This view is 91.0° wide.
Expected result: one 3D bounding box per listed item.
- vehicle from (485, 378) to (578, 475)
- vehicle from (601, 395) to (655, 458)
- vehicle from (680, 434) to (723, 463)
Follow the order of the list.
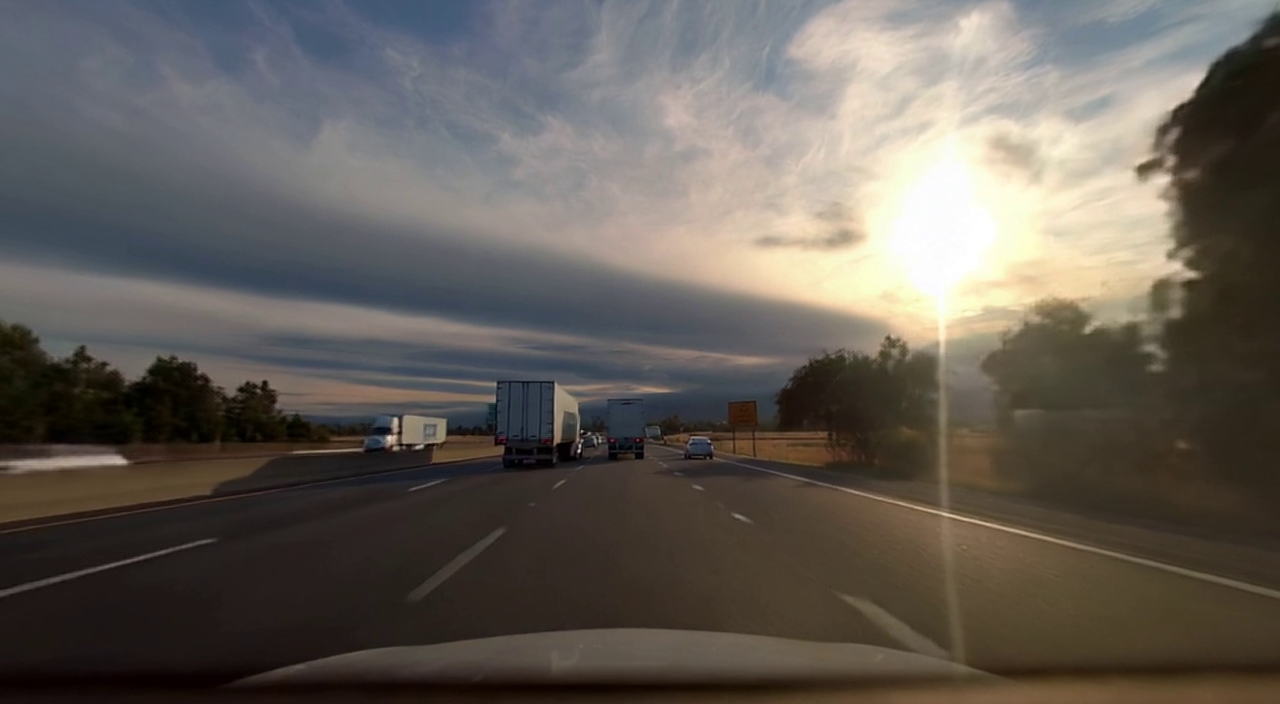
[{"bbox_3d":[-4.163,3.110,25.703,2.728,3.405,7.096,0,-8,-2],"label":"vehicle"},{"bbox_3d":[-1.224,6.021,49.377,3.475,4.037,17.454,0,-8,-3],"label":"vehicle"},{"bbox_3d":[3.348,5.301,34.796,1.891,1.477,3.599,0,-8,-2],"label":"vehicle"}]
